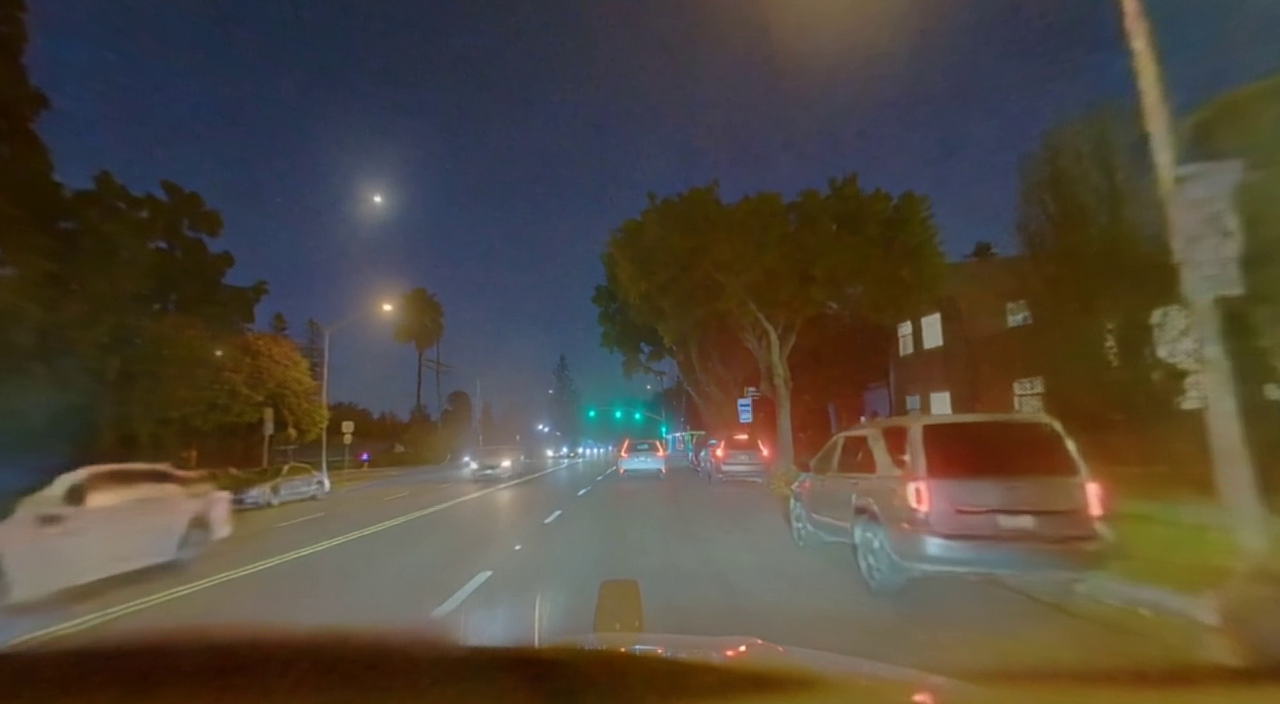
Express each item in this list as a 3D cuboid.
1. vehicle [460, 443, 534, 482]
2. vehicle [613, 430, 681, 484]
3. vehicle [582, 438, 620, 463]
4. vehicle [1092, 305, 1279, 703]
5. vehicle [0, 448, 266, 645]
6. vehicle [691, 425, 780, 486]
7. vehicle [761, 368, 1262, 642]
[{"bbox_3d":[-5.934,4.627,26.816,1.981,1.498,4.701,-1,-8,1],"label":"vehicle"},{"bbox_3d":[0.183,3.477,21.201,2.041,1.575,4.304,0,-8,0],"label":"vehicle"},{"bbox_3d":[-2.522,6.479,41.830,2.117,1.528,4.277,-1,-8,1],"label":"vehicle"},{"bbox_3d":[2.794,0.486,0.196,1.974,1.696,4.461,0,-8,0],"label":"vehicle"},{"bbox_3d":[-5.943,1.694,5.943,1.987,1.478,4.693,-2,-8,0],"label":"vehicle"},{"bbox_3d":[2.938,3.315,20.559,2.060,1.733,4.639,0,-8,-2],"label":"vehicle"},{"bbox_3d":[2.893,1.332,6.553,2.289,1.782,4.661,0,-8,-1],"label":"vehicle"}]
